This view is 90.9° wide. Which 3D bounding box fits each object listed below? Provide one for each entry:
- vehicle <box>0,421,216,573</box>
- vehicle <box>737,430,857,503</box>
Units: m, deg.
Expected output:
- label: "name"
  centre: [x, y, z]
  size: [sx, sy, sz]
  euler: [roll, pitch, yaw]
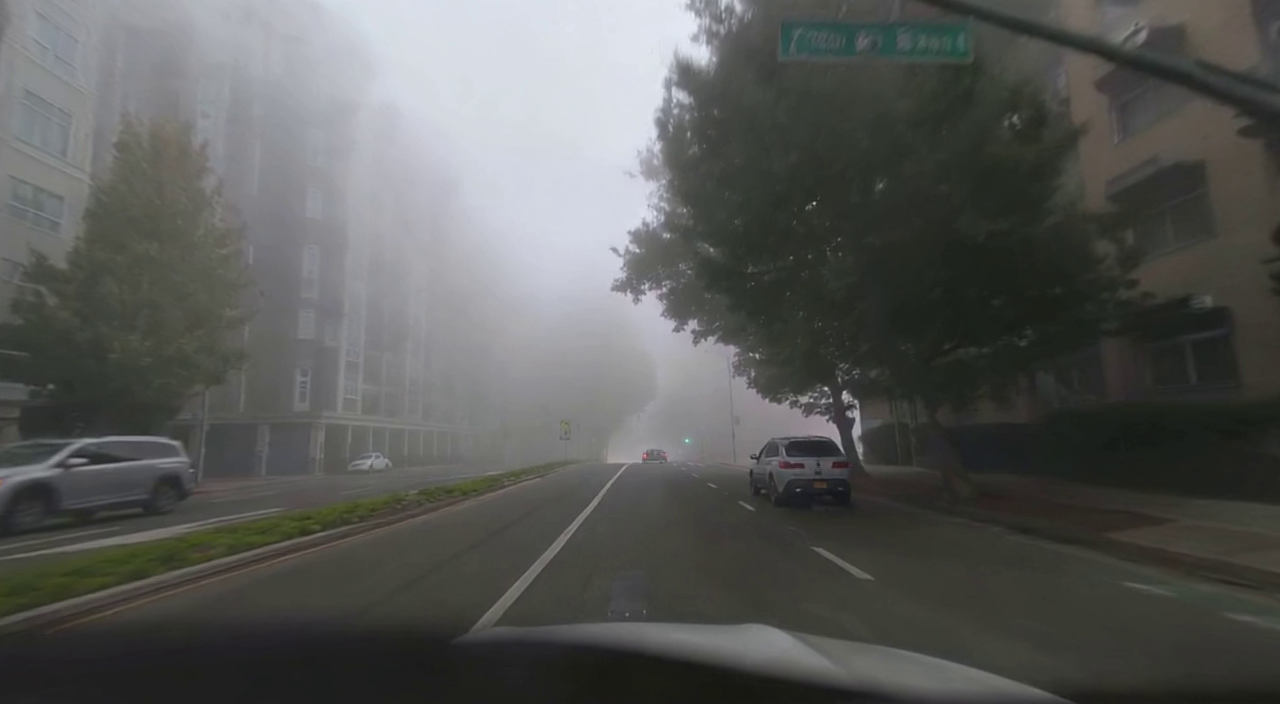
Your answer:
- label: "vehicle"
  centre: [-7.941, 1.807, 8.027]
  size: [2.021, 1.626, 4.302]
  euler: [-3, -9, 1]
- label: "vehicle"
  centre: [3.728, 2.789, 15.738]
  size: [1.949, 1.583, 3.996]
  euler: [0, -9, 0]
